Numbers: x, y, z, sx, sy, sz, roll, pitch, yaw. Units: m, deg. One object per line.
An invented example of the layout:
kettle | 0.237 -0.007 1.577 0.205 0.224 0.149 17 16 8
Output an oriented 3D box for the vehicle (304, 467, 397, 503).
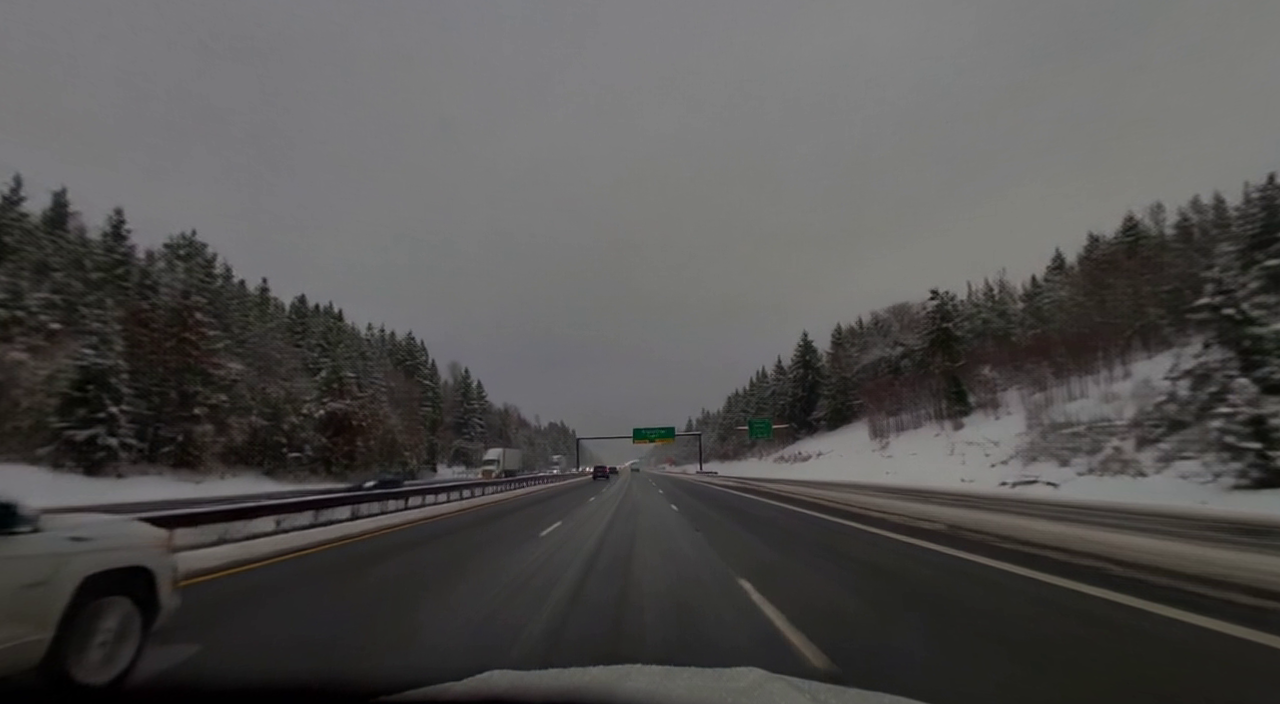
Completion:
vehicle | -12.665 5.835 27.930 1.914 1.433 4.551 1 -11 0

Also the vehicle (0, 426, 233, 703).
vehicle | -3.670 0.861 1.805 1.998 1.427 4.462 1 -11 0
